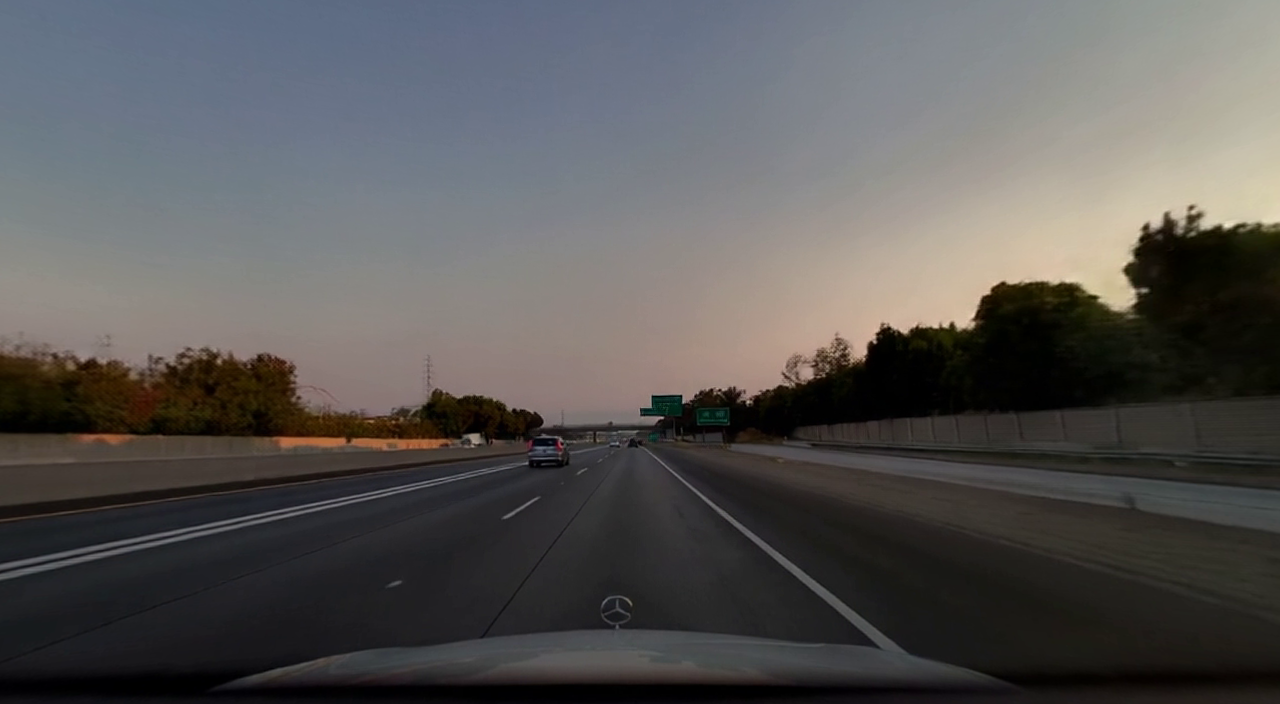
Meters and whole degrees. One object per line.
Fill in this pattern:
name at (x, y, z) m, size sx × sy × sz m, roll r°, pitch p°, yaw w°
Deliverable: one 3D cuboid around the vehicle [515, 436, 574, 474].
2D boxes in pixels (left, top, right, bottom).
vehicle at (-4.461, 4.854, 30.001) m, size 2.129 × 1.641 × 4.263 m, roll 0°, pitch -8°, yaw 0°
